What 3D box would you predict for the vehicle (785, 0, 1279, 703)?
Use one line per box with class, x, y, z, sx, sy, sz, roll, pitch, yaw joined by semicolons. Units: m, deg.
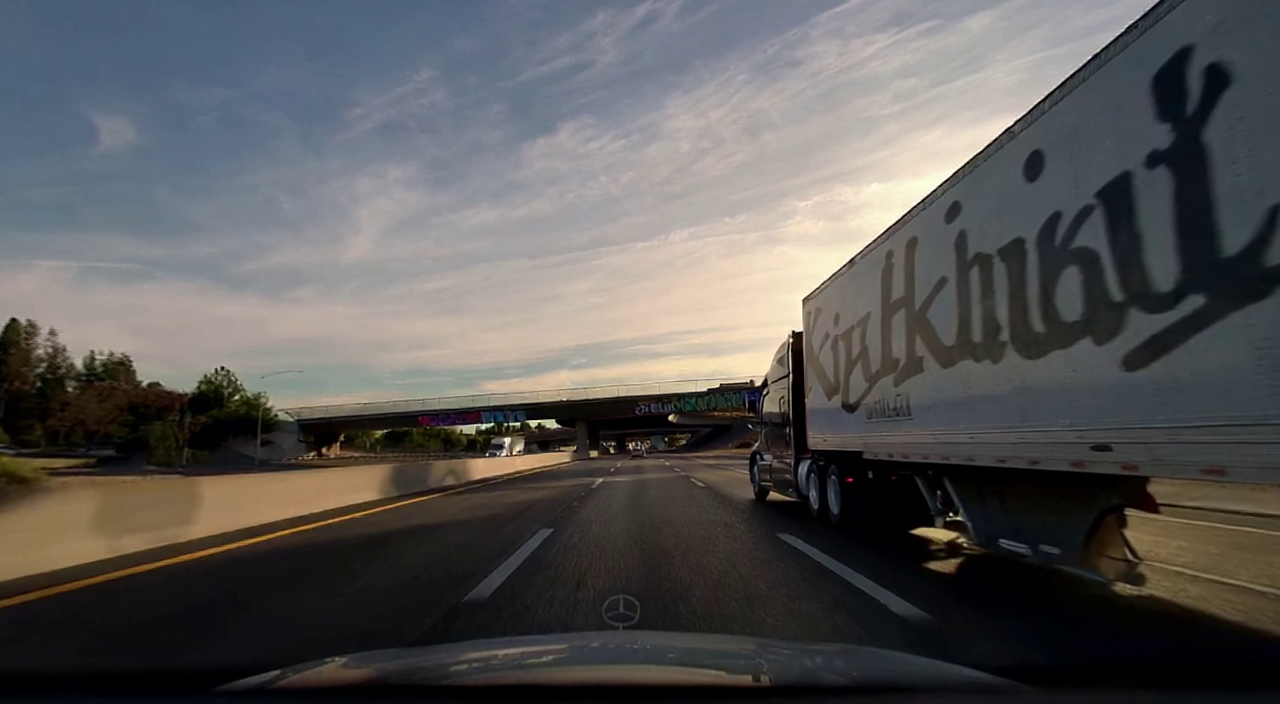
vehicle;4.499;-0.131;5.180;2.993;4.433;13.992;0;-9;-1
